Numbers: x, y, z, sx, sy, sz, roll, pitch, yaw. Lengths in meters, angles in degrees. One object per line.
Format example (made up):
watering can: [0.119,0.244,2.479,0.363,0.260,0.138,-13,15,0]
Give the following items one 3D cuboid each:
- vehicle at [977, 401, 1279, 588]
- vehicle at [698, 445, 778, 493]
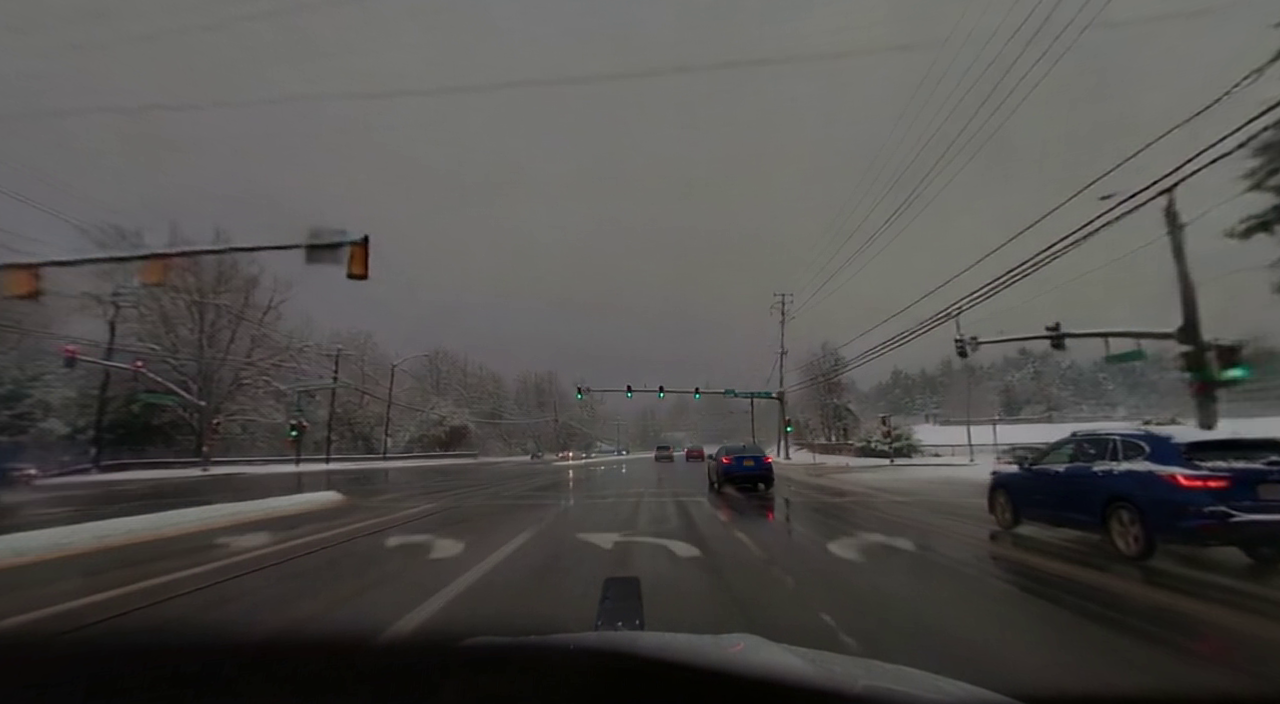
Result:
vehicle: [6.681,1.697,8.342,2.029,1.795,4.371,0,-9,0]
vehicle: [3.259,3.985,21.917,2.035,1.460,4.392,0,-9,-1]
